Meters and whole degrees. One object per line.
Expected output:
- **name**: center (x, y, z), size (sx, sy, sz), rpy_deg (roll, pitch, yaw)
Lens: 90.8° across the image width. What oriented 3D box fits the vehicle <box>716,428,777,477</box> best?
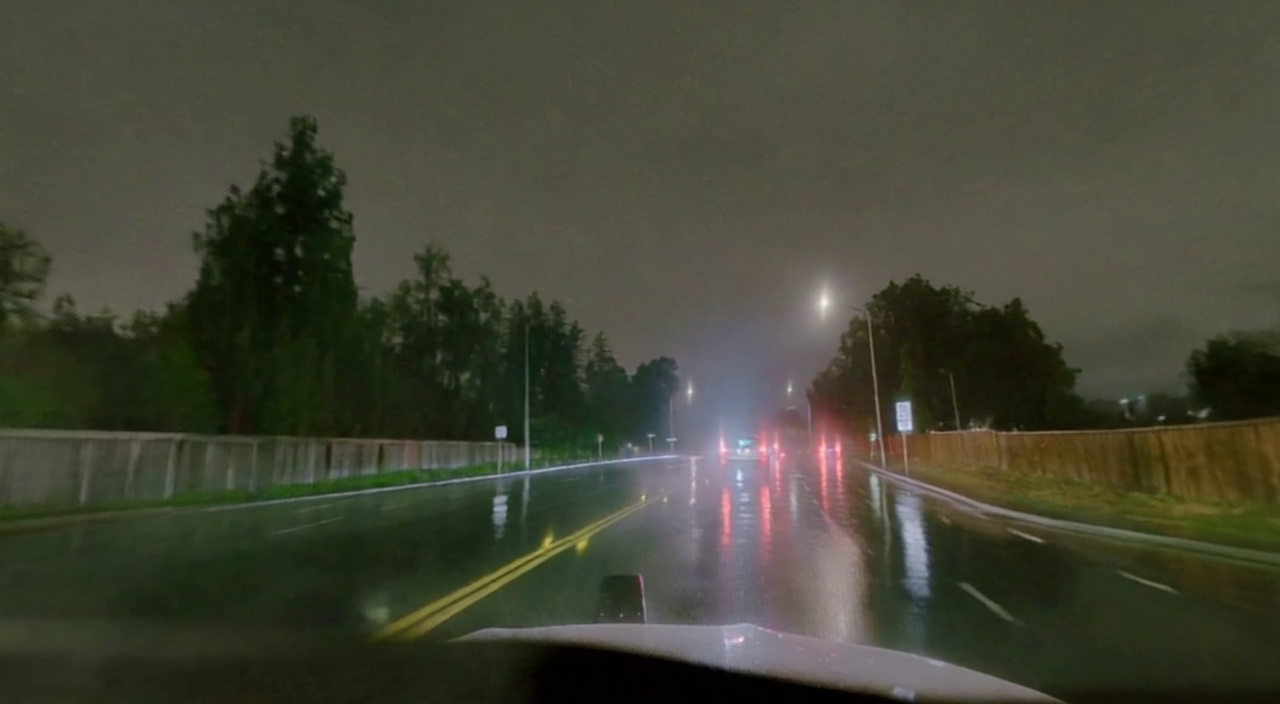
- **vehicle**: center (4.394, 4.110, 26.048), size (2.230, 1.827, 4.580), rpy_deg (-1, -8, 10)
